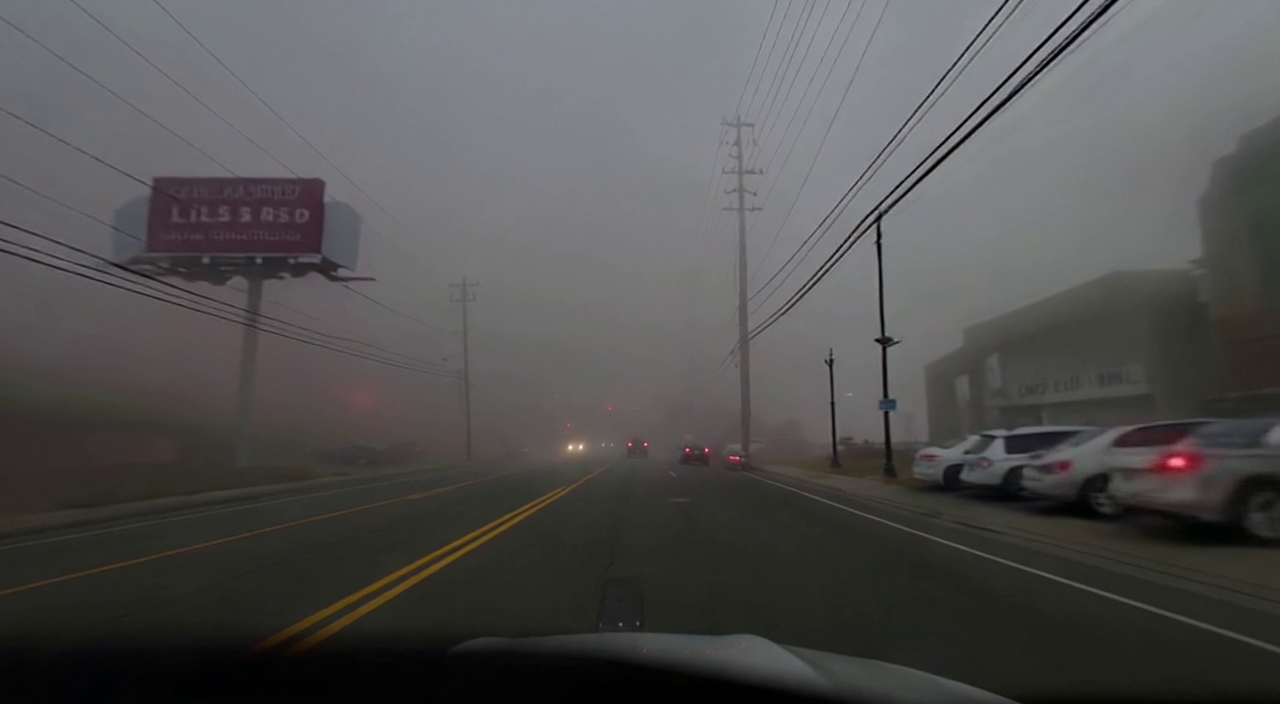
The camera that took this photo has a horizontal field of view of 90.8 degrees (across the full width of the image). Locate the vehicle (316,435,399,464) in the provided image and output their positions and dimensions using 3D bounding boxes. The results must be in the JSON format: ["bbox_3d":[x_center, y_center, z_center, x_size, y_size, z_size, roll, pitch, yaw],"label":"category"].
[{"bbox_3d":[-18.351,6.371,41.210,4.455,1.772,2.048,1,-9,-3],"label":"vehicle"}]

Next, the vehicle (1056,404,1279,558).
[{"bbox_3d":[10.120,1.874,9.620,5.771,2.013,2.414,0,-8,1],"label":"vehicle"}]

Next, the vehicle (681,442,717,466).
[{"bbox_3d":[3.837,6.718,41.854,1.926,1.482,4.442,0,-9,-1],"label":"vehicle"}]
